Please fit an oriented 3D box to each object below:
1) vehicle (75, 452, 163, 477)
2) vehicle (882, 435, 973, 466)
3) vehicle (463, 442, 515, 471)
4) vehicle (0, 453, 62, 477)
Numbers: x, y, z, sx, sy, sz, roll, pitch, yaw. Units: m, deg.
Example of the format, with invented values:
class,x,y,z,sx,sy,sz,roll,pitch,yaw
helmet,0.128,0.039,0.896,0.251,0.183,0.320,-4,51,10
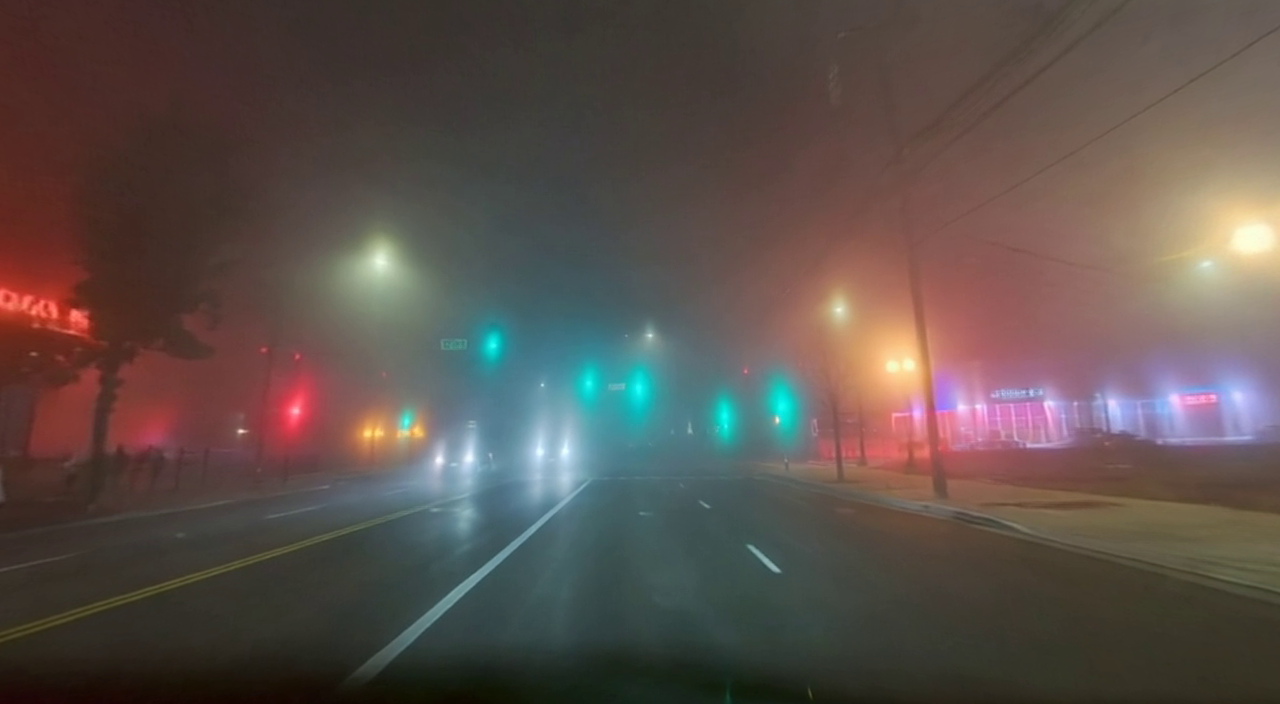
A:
class,x,y,z,sx,sy,sz,roll,pitch,yaw
vehicle,-32.452,6.978,39.313,3.760,1.480,1.795,0,-8,-3
vehicle,16.662,5.729,36.719,4.299,1.679,2.011,0,-8,0
vehicle,-8.613,5.992,36.268,1.978,1.561,3.907,0,-8,1
vehicle,-42.519,7.714,43.147,4.036,1.545,1.753,0,-8,0
